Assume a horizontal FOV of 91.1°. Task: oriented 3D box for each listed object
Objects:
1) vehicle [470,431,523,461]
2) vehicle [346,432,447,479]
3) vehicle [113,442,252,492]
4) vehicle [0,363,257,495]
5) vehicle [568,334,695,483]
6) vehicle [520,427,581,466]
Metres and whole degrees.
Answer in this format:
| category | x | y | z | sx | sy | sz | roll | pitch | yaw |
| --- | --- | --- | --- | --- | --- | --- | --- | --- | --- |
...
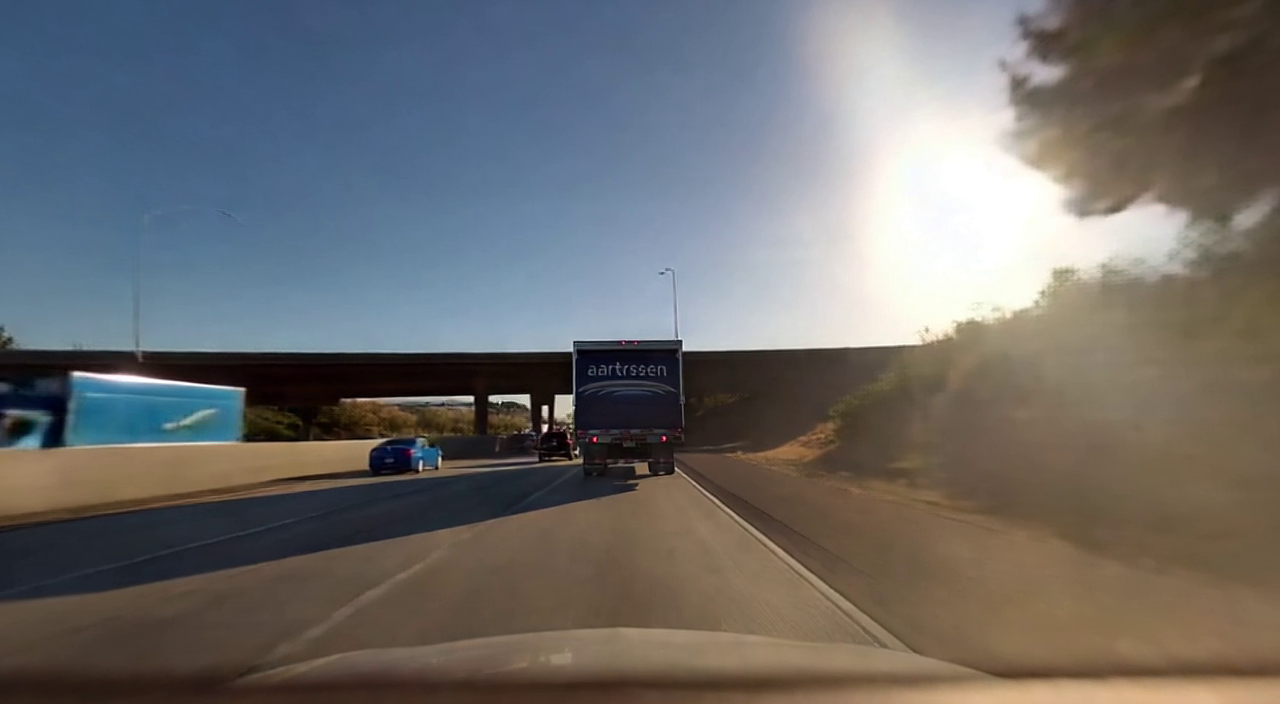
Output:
| category | x | y | z | sx | sy | sz | roll | pitch | yaw |
| --- | --- | --- | --- | --- | --- | --- | --- | --- | --- |
| vehicle | -8.106 | 5.346 | 35.947 | 1.981 | 1.574 | 4.561 | 0 | -8 | 0 |
| vehicle | -8.350 | 3.559 | 21.988 | 1.940 | 1.488 | 3.976 | 0 | -8 | 0 |
| vehicle | -16.004 | 3.992 | 22.312 | 1.886 | 1.538 | 4.033 | 0 | -8 | 0 |
| vehicle | -19.712 | 3.018 | 24.289 | 3.034 | 3.950 | 10.763 | 0 | -8 | 0 |
| vehicle | -0.314 | 2.246 | 22.705 | 3.442 | 4.106 | 10.719 | 0 | -8 | -1 |
| vehicle | -4.197 | 4.504 | 30.235 | 2.168 | 1.671 | 4.888 | 0 | -8 | 1 |
